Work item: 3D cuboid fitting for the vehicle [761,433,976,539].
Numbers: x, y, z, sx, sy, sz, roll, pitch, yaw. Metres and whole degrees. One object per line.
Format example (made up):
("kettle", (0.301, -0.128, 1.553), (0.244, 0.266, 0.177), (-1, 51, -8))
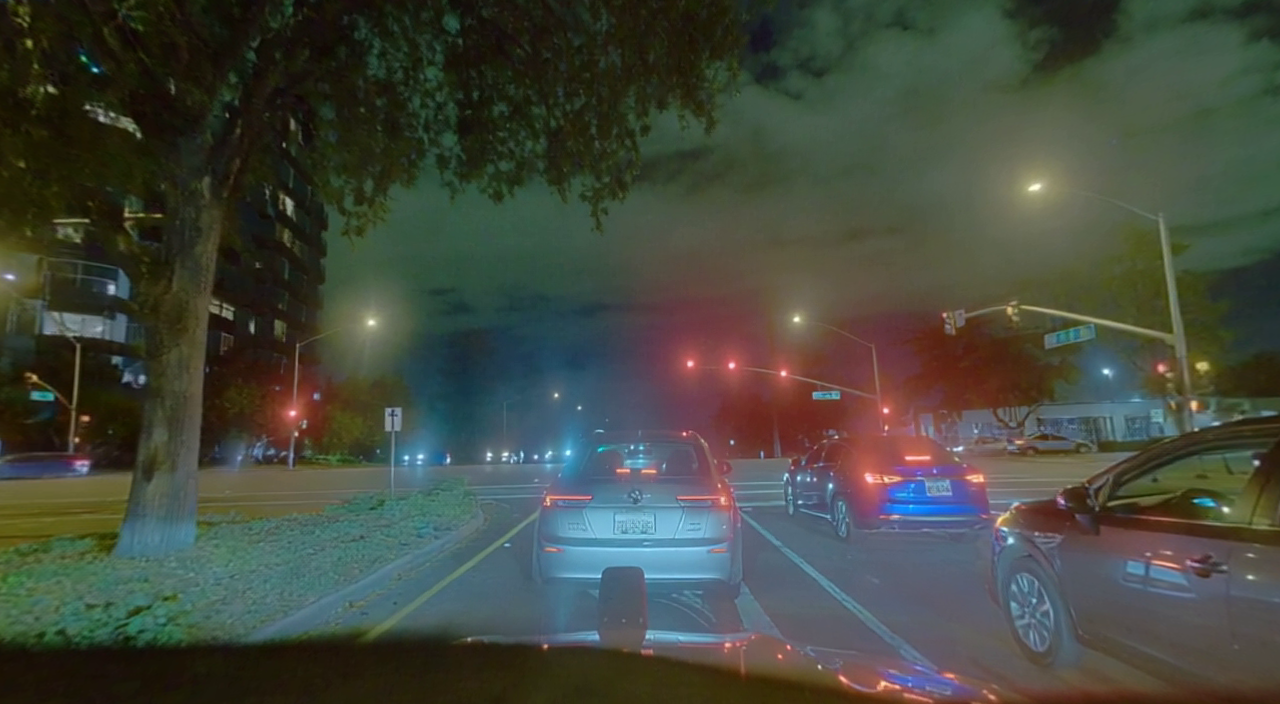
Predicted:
("vehicle", (3.687, 2.258, 11.302), (2.054, 1.482, 4.654), (0, -9, -1))

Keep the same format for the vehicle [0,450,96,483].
("vehicle", (-40.757, 7.697, 42.748), (5.321, 2.089, 2.177), (4, -10, -26))

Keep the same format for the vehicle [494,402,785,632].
("vehicle", (-0.025, 1.473, 6.500), (2.074, 1.631, 3.793), (0, -9, -1))

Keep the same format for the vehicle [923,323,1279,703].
("vehicle", (3.723, 0.928, 3.436), (2.162, 1.829, 4.519), (0, -9, -1))
